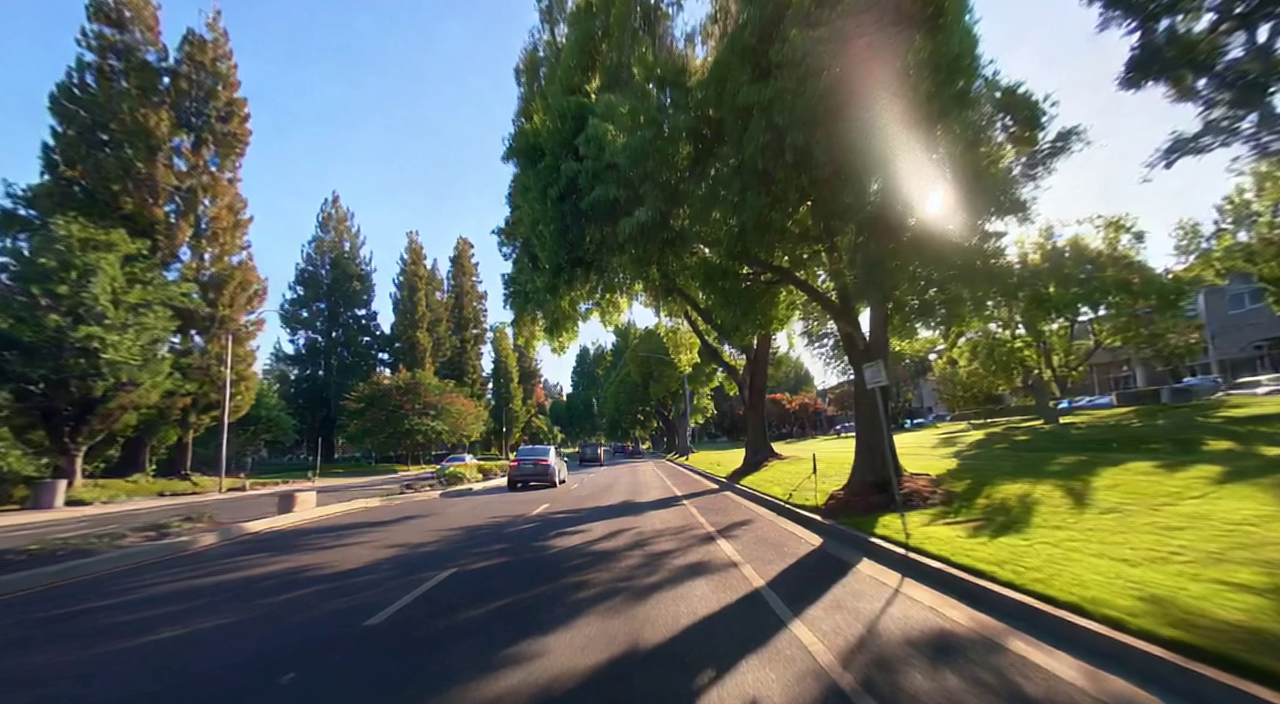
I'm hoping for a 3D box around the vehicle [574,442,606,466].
[{"bbox_3d":[-3.783,7.755,48.286,2.077,1.725,4.153,0,-9,1],"label":"vehicle"}]

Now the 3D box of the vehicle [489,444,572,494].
[{"bbox_3d":[-3.439,3.759,20.660,1.932,1.431,4.144,0,-9,0],"label":"vehicle"}]

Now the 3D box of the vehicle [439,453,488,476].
[{"bbox_3d":[-11.818,7.536,42.553,1.924,1.430,4.417,-1,-9,1],"label":"vehicle"}]
